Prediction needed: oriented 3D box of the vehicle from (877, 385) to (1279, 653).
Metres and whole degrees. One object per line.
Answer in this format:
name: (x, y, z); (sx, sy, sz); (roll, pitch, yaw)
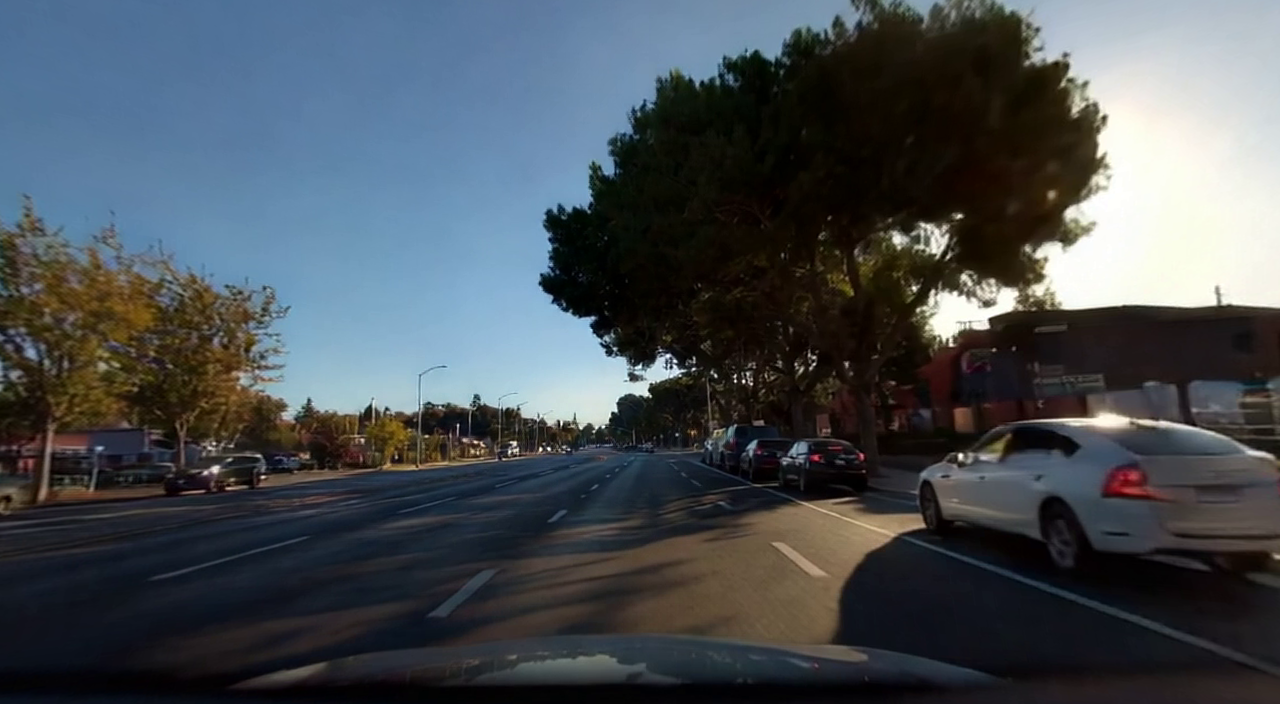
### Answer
vehicle: (4.656, 1.438, 6.752); (2.051, 1.663, 5.441); (0, -8, -1)

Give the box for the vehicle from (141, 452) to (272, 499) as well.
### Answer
vehicle: (-19.083, 5.422, 28.174); (2.166, 1.804, 4.897); (-1, -8, 3)

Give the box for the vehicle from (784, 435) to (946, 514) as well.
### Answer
vehicle: (4.726, 2.626, 14.098); (1.973, 1.465, 4.440); (0, -8, 0)
